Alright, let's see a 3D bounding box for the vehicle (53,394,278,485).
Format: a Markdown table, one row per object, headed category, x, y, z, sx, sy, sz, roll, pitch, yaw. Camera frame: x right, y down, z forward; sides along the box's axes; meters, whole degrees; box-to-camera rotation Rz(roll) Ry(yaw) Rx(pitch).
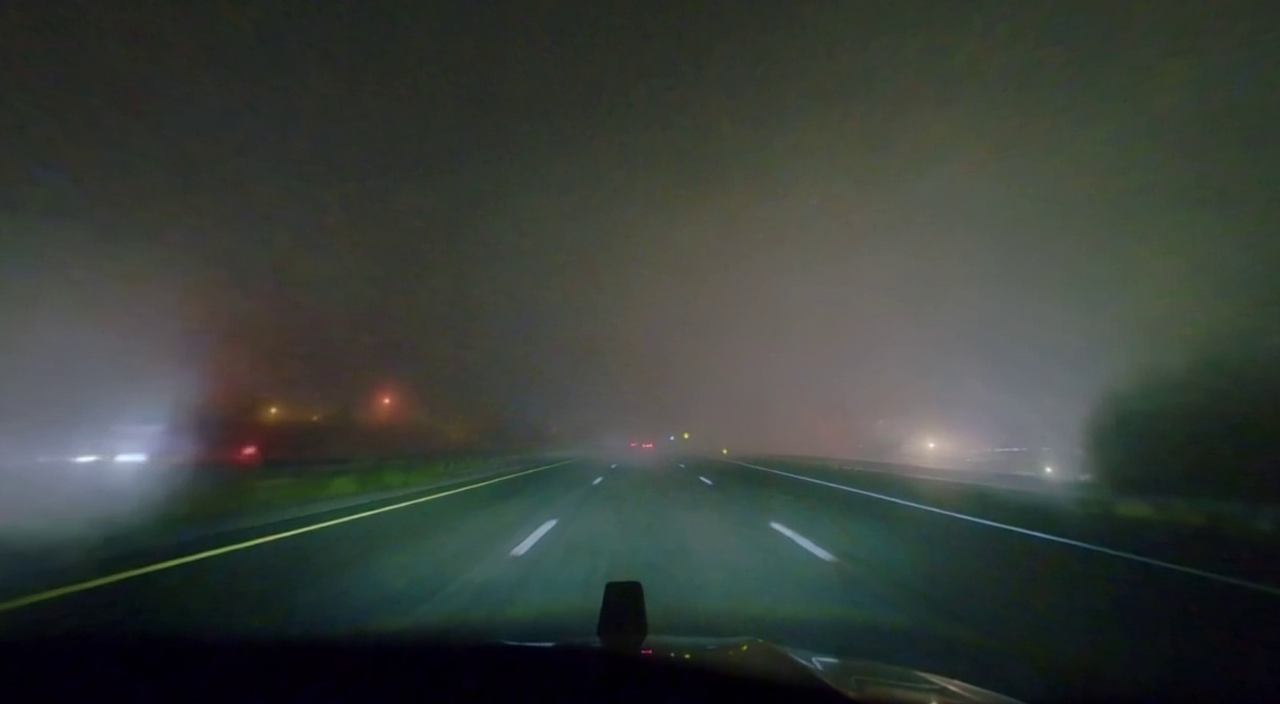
| category | x | y | z | sx | sy | sz | roll | pitch | yaw |
| --- | --- | --- | --- | --- | --- | --- | --- | --- | --- |
| vehicle | -20.687 | 3.993 | 28.552 | 2.985 | 3.422 | 9.121 | 0 | -8 | 1 |
